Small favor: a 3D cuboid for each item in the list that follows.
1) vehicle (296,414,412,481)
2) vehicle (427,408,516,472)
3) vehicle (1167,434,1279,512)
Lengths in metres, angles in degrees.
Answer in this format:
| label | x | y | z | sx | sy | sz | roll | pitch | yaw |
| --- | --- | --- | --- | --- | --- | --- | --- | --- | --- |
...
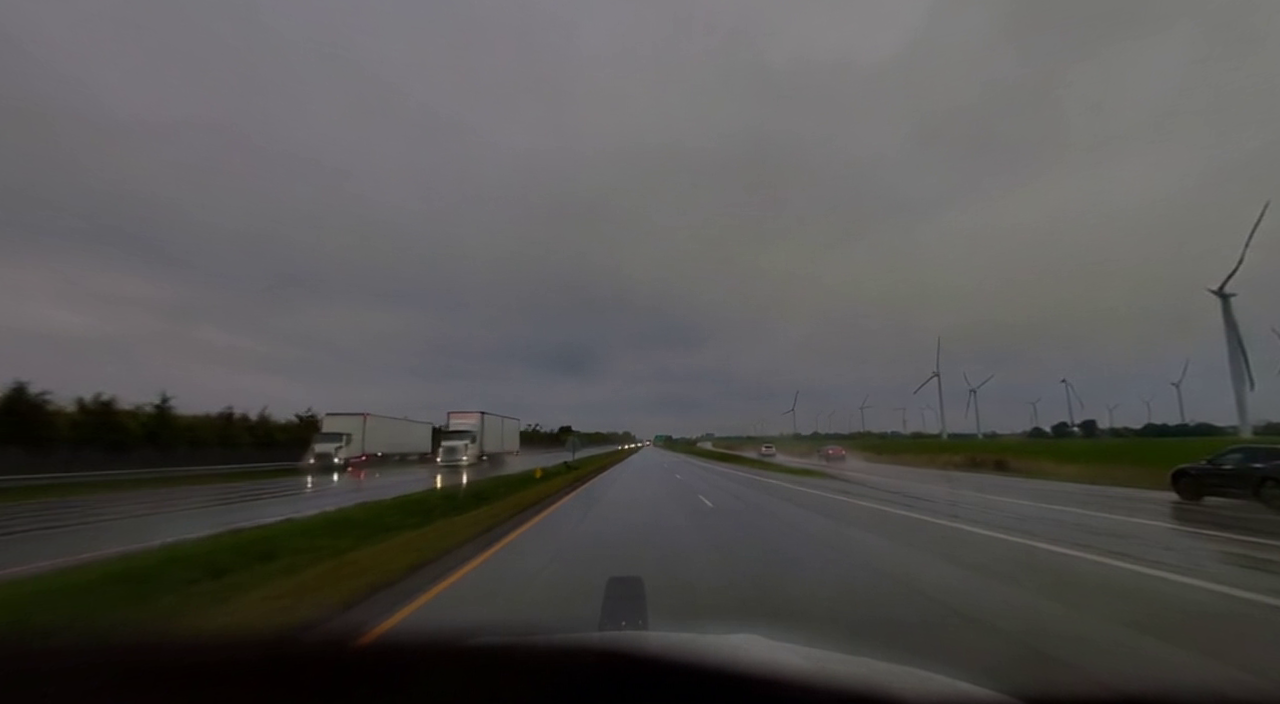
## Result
| label | x | y | z | sx | sy | sz | roll | pitch | yaw |
| --- | --- | --- | --- | --- | --- | --- | --- | --- | --- |
| vehicle | -16.793 | 5.747 | 37.875 | 2.931 | 3.531 | 8.112 | 0 | -9 | 1 |
| vehicle | -11.749 | 6.440 | 45.627 | 2.849 | 3.947 | 12.500 | 0 | -9 | 0 |
| vehicle | 14.832 | 2.704 | 14.167 | 1.897 | 1.669 | 4.825 | 0 | -9 | 2 |
